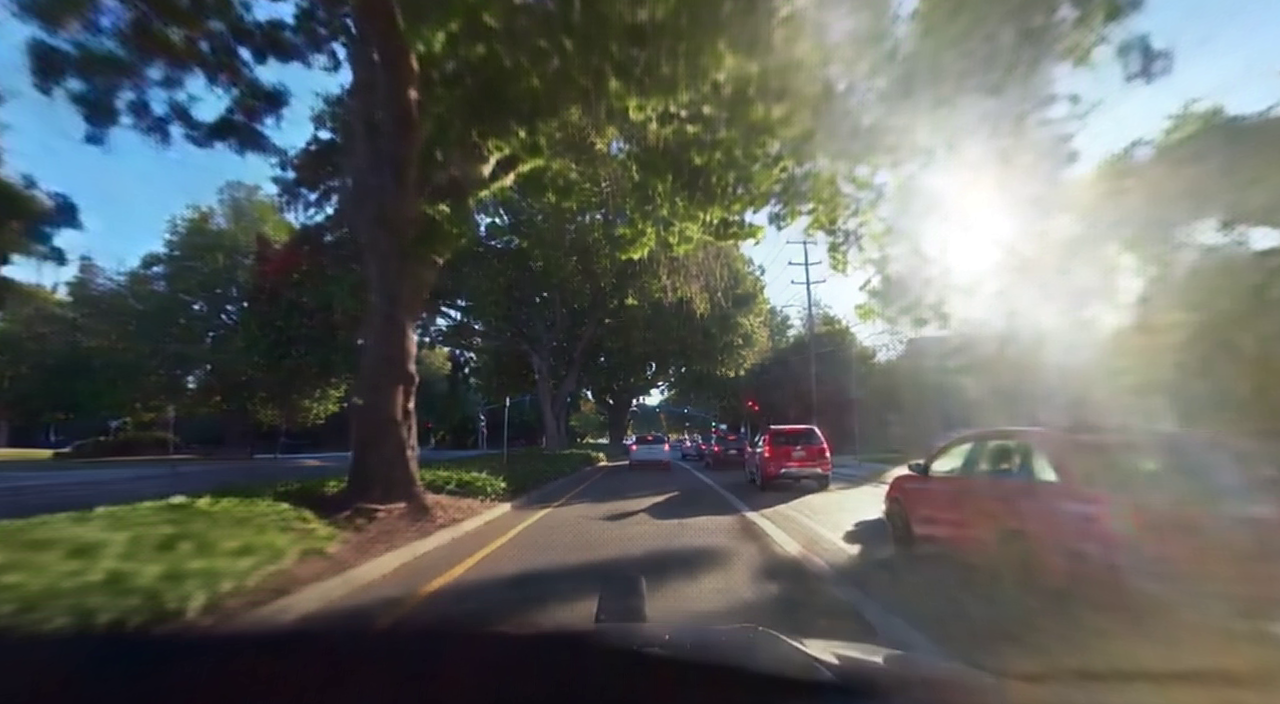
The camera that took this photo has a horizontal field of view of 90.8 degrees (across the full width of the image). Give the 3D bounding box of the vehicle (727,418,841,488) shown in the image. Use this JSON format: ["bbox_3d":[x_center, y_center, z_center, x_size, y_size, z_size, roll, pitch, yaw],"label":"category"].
[{"bbox_3d":[4.167,3.036,19.254,2.254,1.840,4.918,0,-8,0],"label":"vehicle"}]

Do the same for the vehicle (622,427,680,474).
[{"bbox_3d":[0.426,4.023,25.895,2.163,1.746,4.073,-1,-8,0],"label":"vehicle"}]

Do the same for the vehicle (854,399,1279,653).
[{"bbox_3d":[3.761,1.355,6.023,1.881,1.512,4.294,0,-8,-1],"label":"vehicle"}]
